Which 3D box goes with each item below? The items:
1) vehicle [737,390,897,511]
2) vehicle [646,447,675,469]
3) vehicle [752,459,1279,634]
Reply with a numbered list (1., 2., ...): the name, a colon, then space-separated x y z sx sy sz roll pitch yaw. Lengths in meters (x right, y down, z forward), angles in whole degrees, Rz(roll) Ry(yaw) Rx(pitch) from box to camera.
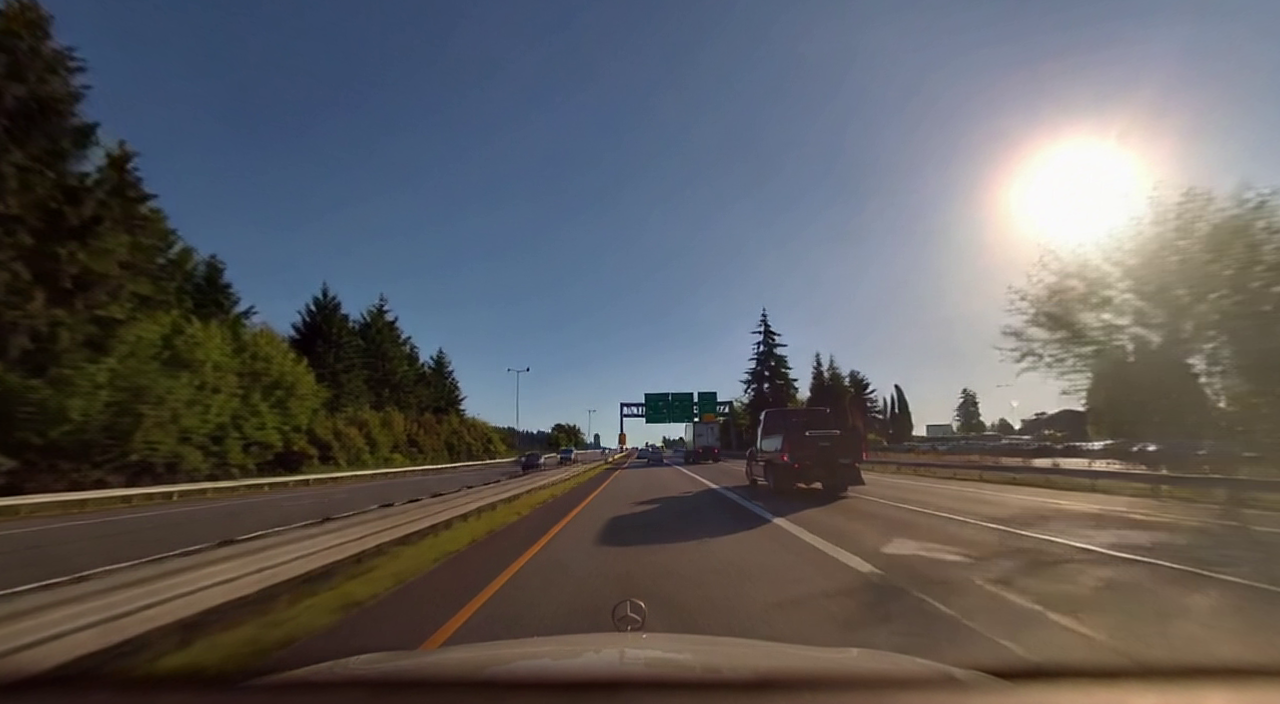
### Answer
1. vehicle: 4.555 2.731 17.623 2.569 2.783 5.984 0 -9 -1
2. vehicle: 1.435 7.581 45.375 2.049 1.500 3.790 0 -9 1
3. vehicle: 4.635 2.576 11.346 2.472 1.036 13.239 -1 -9 -2
